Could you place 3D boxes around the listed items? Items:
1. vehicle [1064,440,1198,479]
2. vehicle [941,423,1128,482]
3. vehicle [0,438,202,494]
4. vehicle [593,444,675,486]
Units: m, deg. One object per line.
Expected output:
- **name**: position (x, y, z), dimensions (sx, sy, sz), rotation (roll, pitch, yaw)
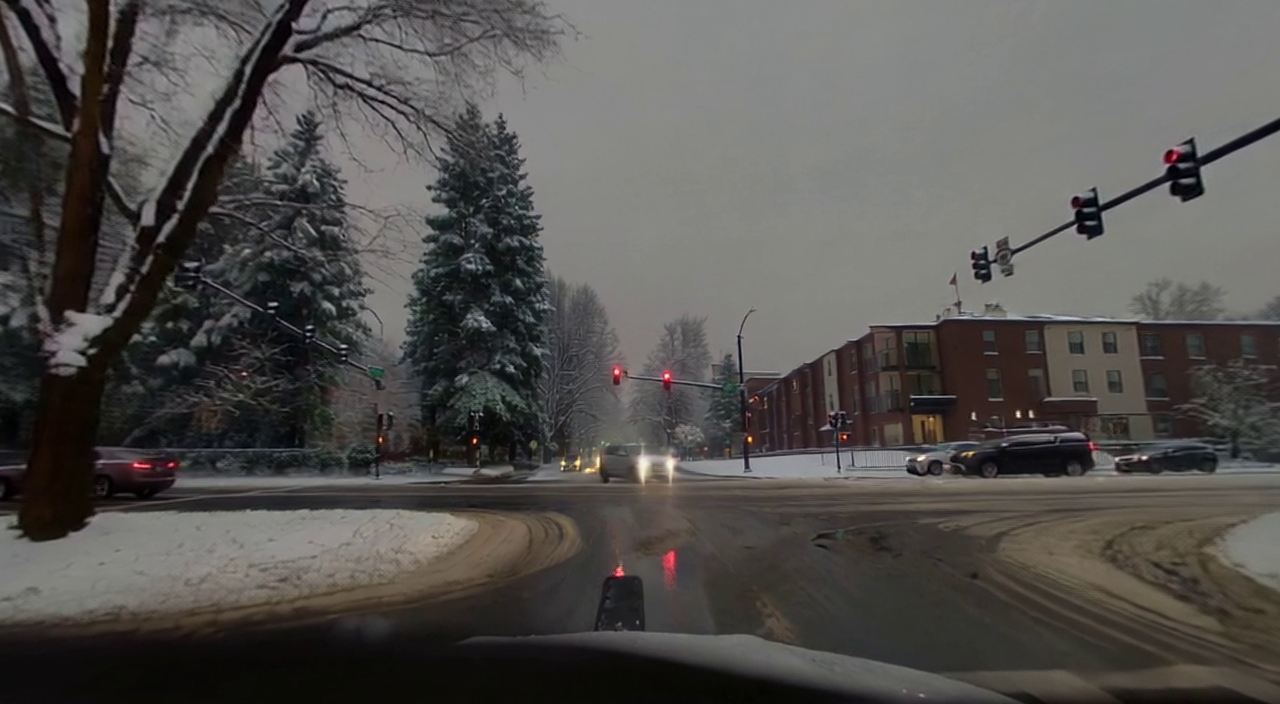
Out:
- **vehicle**: position (23.212, 5.079, 30.027), dimensions (4.569, 1.794, 2.088), rotation (0, -8, 0)
- **vehicle**: position (16.651, 4.279, 27.007), dimensions (6.109, 2.348, 2.683), rotation (0, -8, 1)
- **vehicle**: position (-18.650, 3.968, 22.013), dimensions (4.798, 1.763, 2.536), rotation (0, -10, 0)
- **vehicle**: position (-0.396, 5.149, 29.162), dimensions (2.162, 1.740, 4.728), rotation (3, -9, -22)
